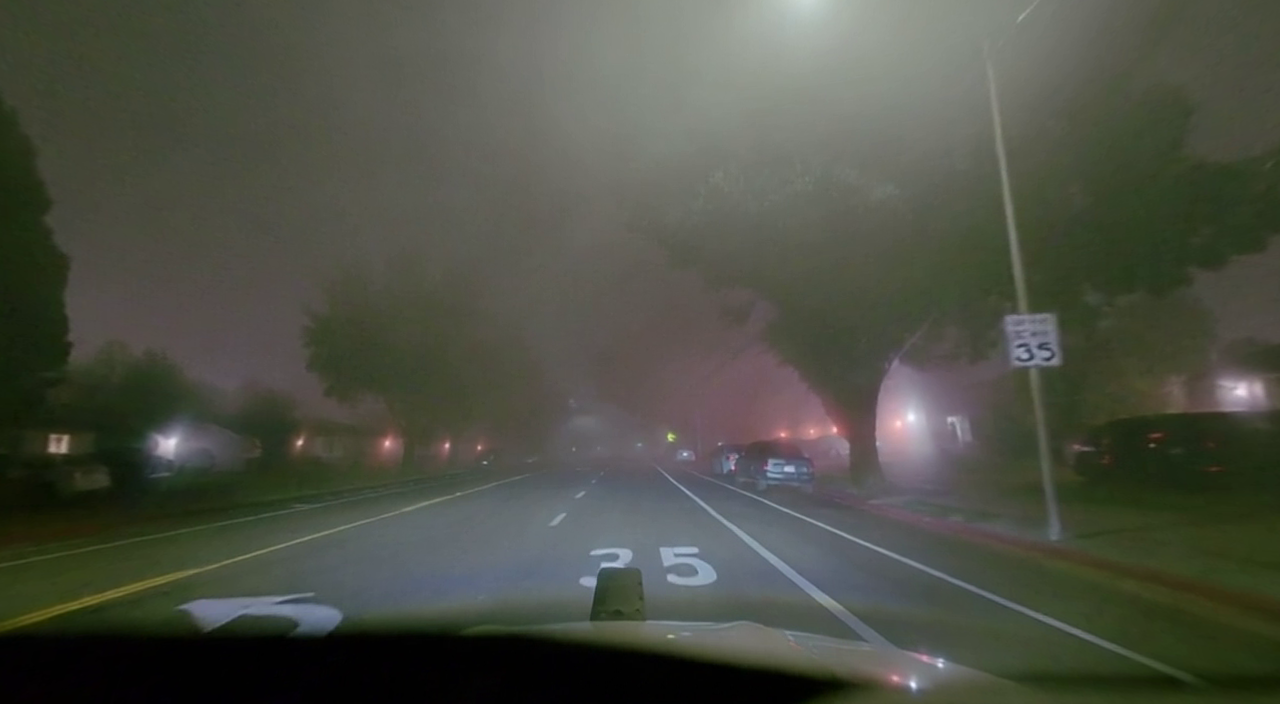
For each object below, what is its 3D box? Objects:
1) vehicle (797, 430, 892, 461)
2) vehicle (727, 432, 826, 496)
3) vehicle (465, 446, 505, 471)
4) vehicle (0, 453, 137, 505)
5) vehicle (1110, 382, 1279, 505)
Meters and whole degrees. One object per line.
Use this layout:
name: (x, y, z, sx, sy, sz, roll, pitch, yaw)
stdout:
vehicle: (12.074, 5.530, 37.491, 4.912, 1.734, 2.006, 0, -8, -2)
vehicle: (4.045, 3.388, 19.523, 1.915, 1.715, 4.451, 0, -8, -2)
vehicle: (-11.612, 7.994, 47.750, 2.091, 1.717, 4.392, 0, -8, -3)
vehicle: (-18.543, 3.884, 19.502, 4.346, 1.490, 1.911, 0, -8, -1)
vehicle: (12.270, 1.619, 11.648, 5.278, 1.981, 2.304, -1, -9, -2)
